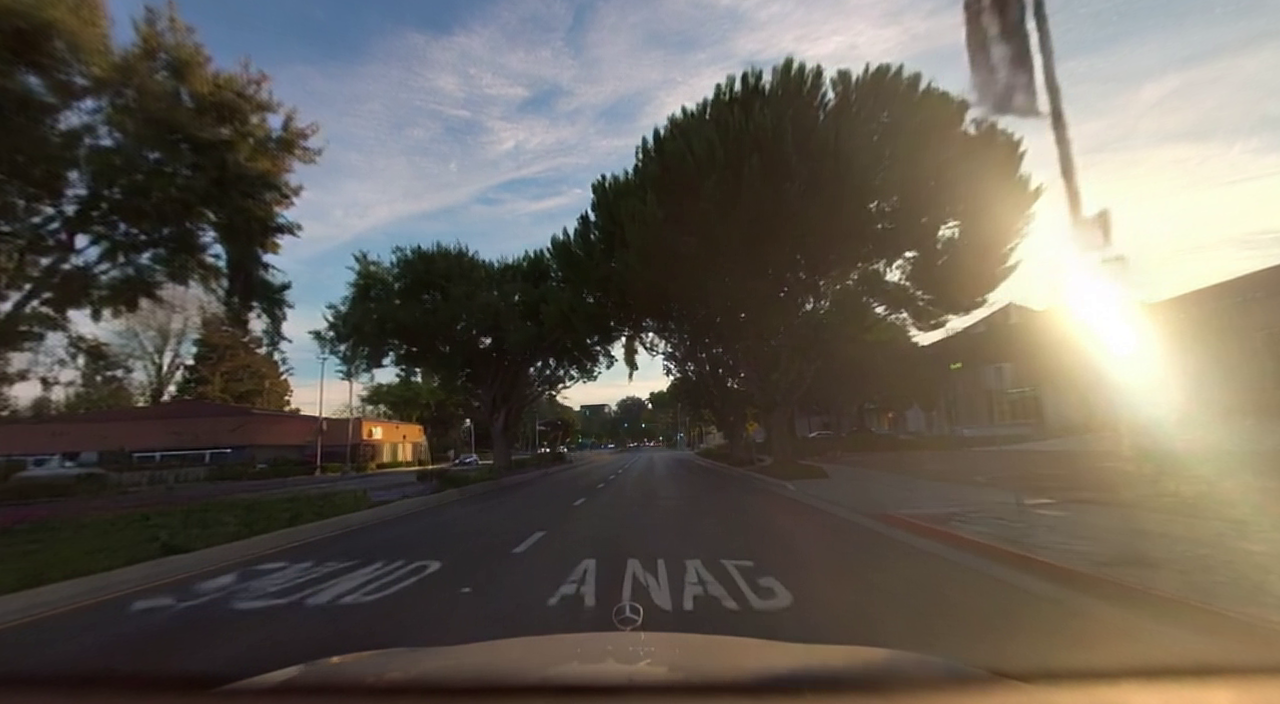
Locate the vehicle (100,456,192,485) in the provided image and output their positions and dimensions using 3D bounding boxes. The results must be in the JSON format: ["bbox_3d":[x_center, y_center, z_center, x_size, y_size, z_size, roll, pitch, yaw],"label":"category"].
[{"bbox_3d":[-27.158,6.498,34.578,3.592,1.501,1.697,0,-9,2],"label":"vehicle"}]

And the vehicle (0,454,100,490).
[{"bbox_3d":[-27.890,5.567,29.193,3.664,1.564,2.023,0,-9,1],"label":"vehicle"}]
